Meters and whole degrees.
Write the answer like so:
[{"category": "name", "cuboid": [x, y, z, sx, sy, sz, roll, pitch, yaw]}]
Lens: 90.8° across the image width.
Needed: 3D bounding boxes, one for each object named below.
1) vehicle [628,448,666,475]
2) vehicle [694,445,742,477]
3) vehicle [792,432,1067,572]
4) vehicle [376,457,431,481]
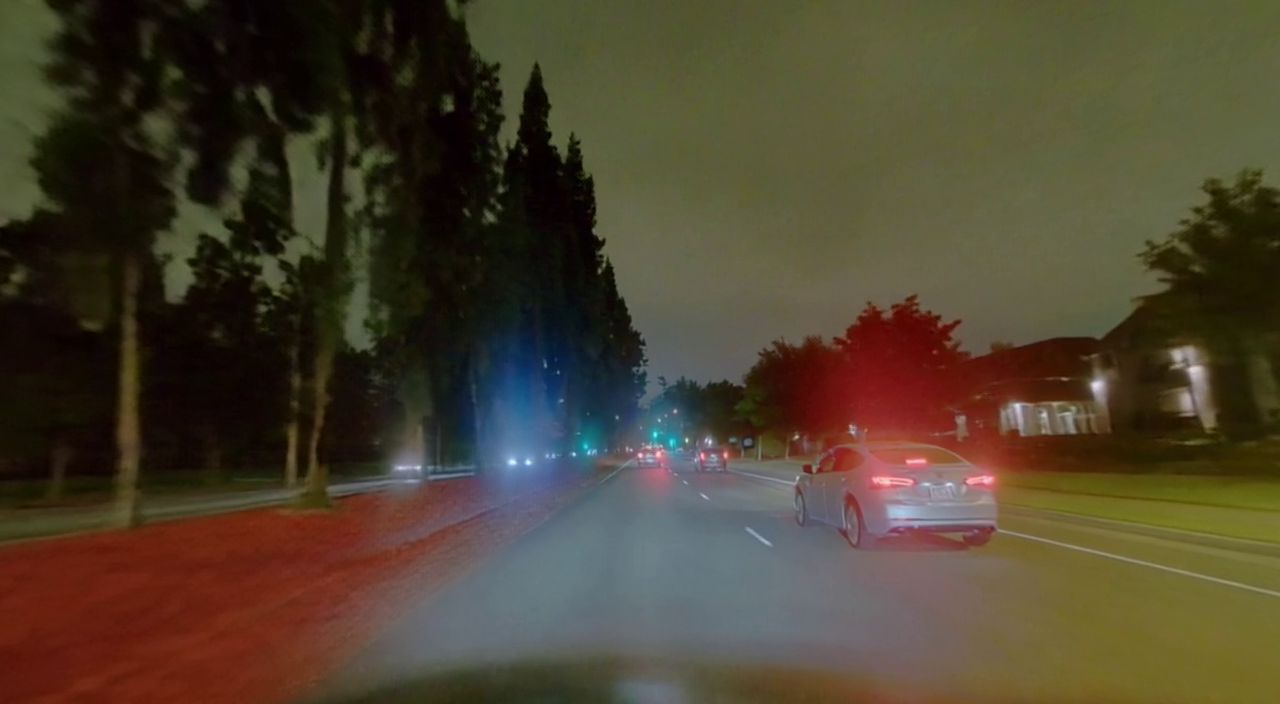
[{"category": "vehicle", "cuboid": [0.398, 6.430, 37.241, 2.082, 1.473, 4.028, 0, -9, 0]}, {"category": "vehicle", "cuboid": [4.281, 6.029, 35.211, 2.074, 1.652, 4.340, 0, -9, 0]}, {"category": "vehicle", "cuboid": [3.711, 1.973, 9.113, 1.985, 1.529, 4.147, 0, -9, 0]}, {"category": "vehicle", "cuboid": [-15.920, 7.860, 42.807, 1.855, 1.449, 4.662, 0, -9, 1]}]
